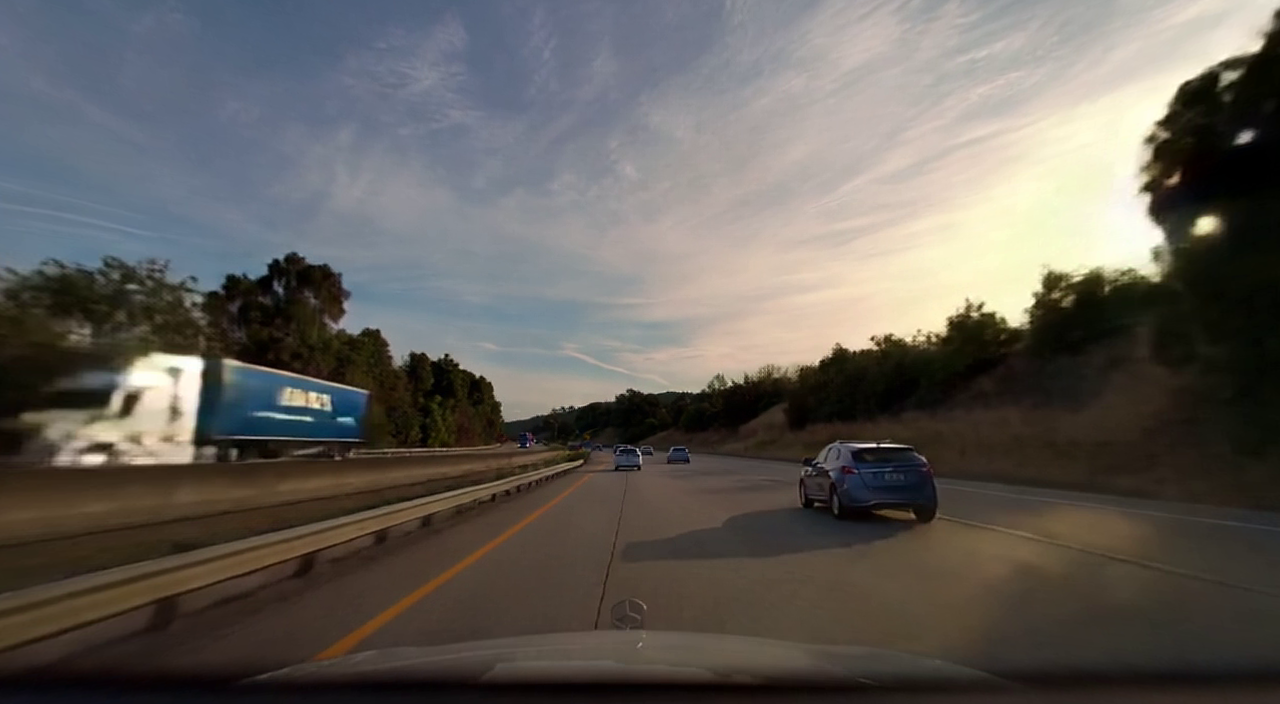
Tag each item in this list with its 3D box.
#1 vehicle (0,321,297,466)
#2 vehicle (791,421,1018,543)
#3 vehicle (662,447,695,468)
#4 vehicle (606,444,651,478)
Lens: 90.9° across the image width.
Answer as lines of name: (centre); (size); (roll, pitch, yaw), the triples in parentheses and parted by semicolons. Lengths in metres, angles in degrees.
vehicle: (-16.400, 1.936, 22.415); (2.892, 4.015, 10.141); (0, -9, -2)
vehicle: (4.036, 2.059, 10.479); (2.013, 1.623, 3.916); (0, -9, -1)
vehicle: (2.869, 8.002, 47.990); (2.008, 1.504, 4.291); (1, -9, -4)
vehicle: (-0.577, 5.319, 30.801); (2.050, 1.534, 3.771); (0, -9, -2)
